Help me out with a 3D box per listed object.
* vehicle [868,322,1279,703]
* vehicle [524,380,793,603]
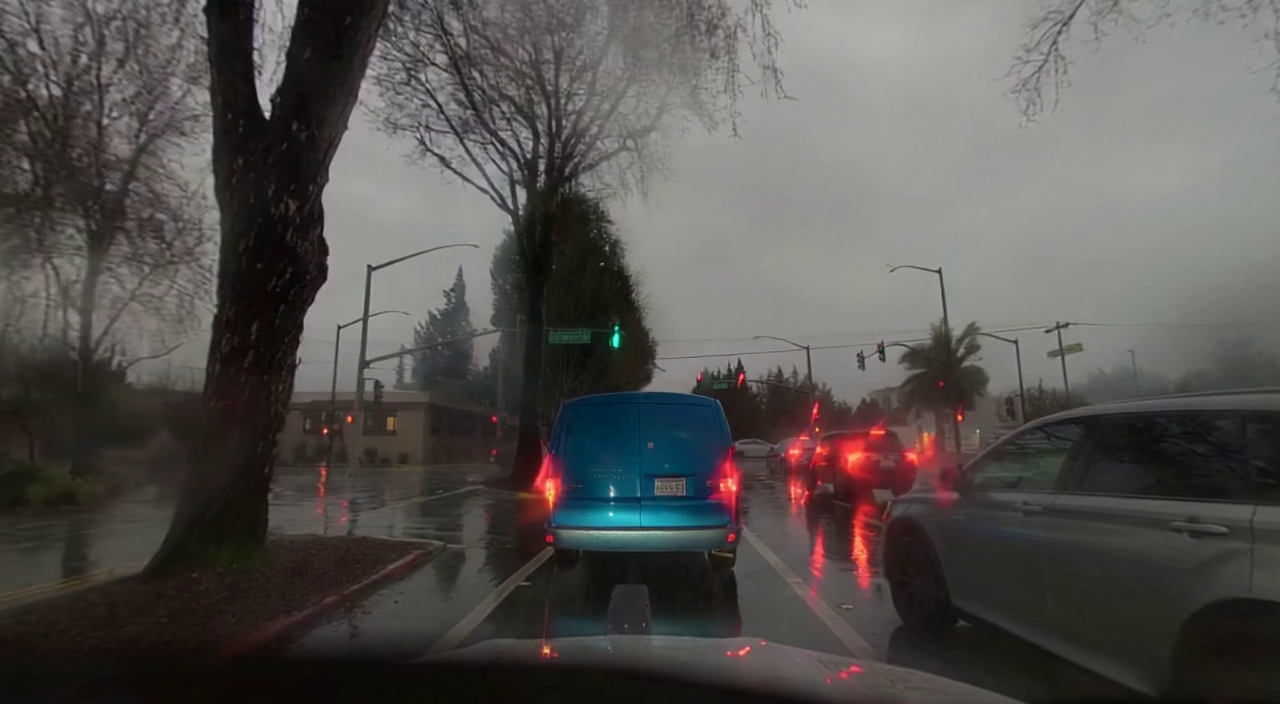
[{"bbox_3d":[2.899,0.946,3.175,1.971,1.663,4.287,0,-8,2],"label":"vehicle"},{"bbox_3d":[0.168,1.465,7.432,2.185,1.822,4.391,0,-8,1],"label":"vehicle"}]
